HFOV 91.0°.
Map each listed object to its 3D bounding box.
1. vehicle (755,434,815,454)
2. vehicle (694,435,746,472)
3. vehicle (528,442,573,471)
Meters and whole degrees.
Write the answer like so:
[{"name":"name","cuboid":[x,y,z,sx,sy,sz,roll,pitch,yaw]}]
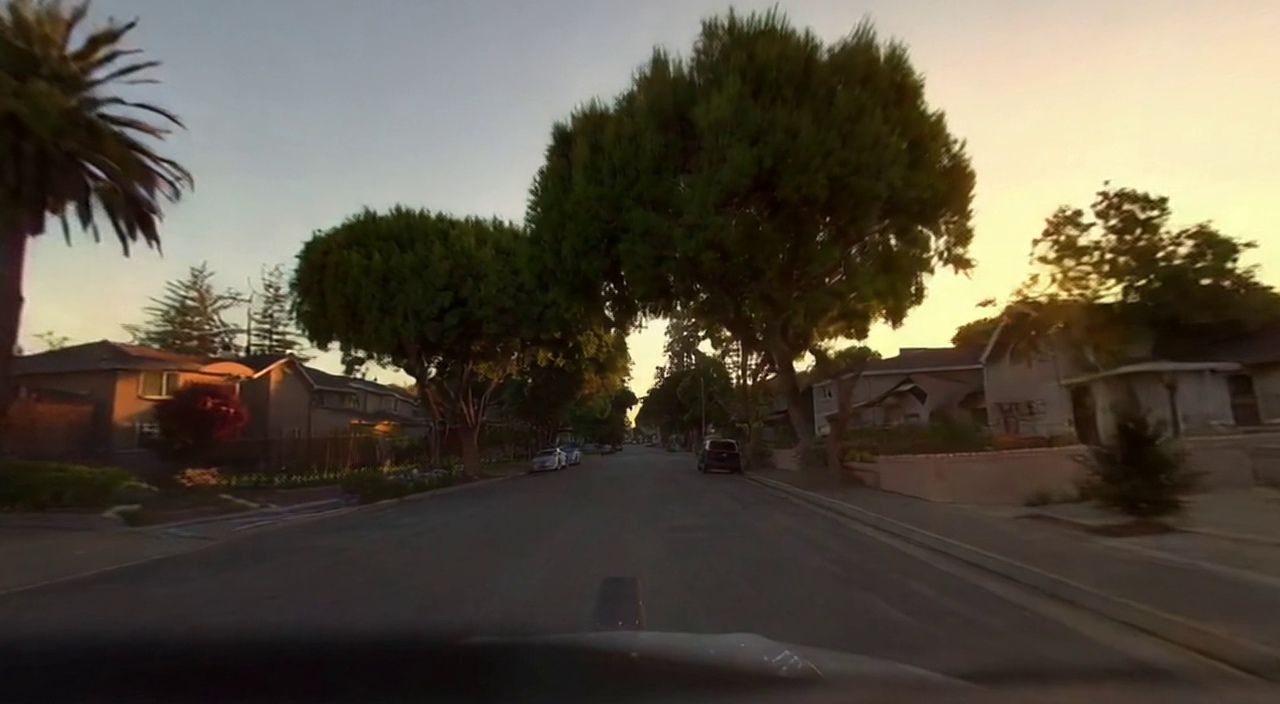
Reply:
[{"name":"vehicle","cuboid":[11.152,7.089,48.663,4.153,1.481,1.865,0,-9,1]},{"name":"vehicle","cuboid":[4.058,5.267,32.802,2.176,1.762,4.622,0,-8,1]},{"name":"vehicle","cuboid":[-5.510,6.515,39.393,2.005,1.706,4.428,-1,-8,2]}]
